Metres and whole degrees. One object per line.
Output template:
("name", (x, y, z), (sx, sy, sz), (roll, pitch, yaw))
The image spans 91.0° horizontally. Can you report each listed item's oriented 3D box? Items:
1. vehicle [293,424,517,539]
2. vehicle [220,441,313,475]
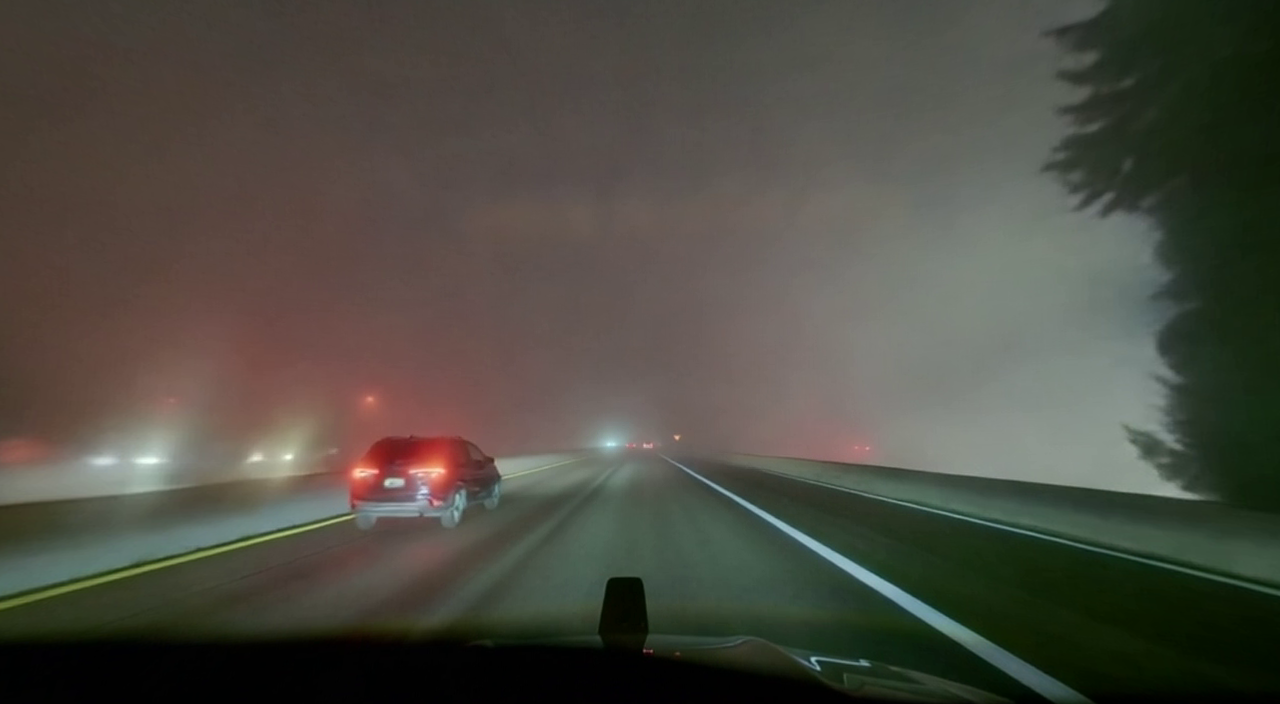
("vehicle", (-3.585, 2.056, 10.641), (2.051, 1.531, 4.250), (0, -8, 1))
("vehicle", (-18.459, 5.224, 31.335), (1.895, 1.574, 4.217), (0, -8, 3))
